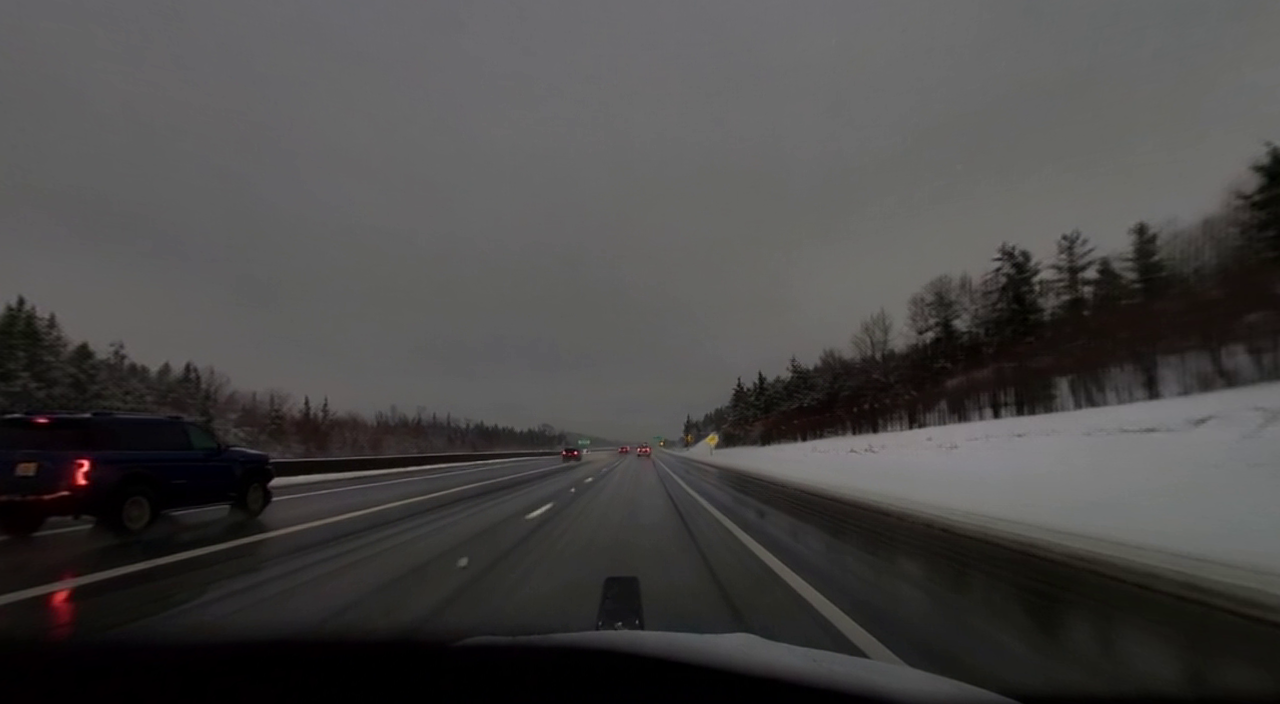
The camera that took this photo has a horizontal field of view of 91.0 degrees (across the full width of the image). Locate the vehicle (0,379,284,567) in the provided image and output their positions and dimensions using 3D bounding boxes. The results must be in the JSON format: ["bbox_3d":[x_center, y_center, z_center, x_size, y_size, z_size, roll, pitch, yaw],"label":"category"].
[{"bbox_3d":[-7.670,1.616,9.031,2.163,1.947,4.959,0,-9,0],"label":"vehicle"}]
